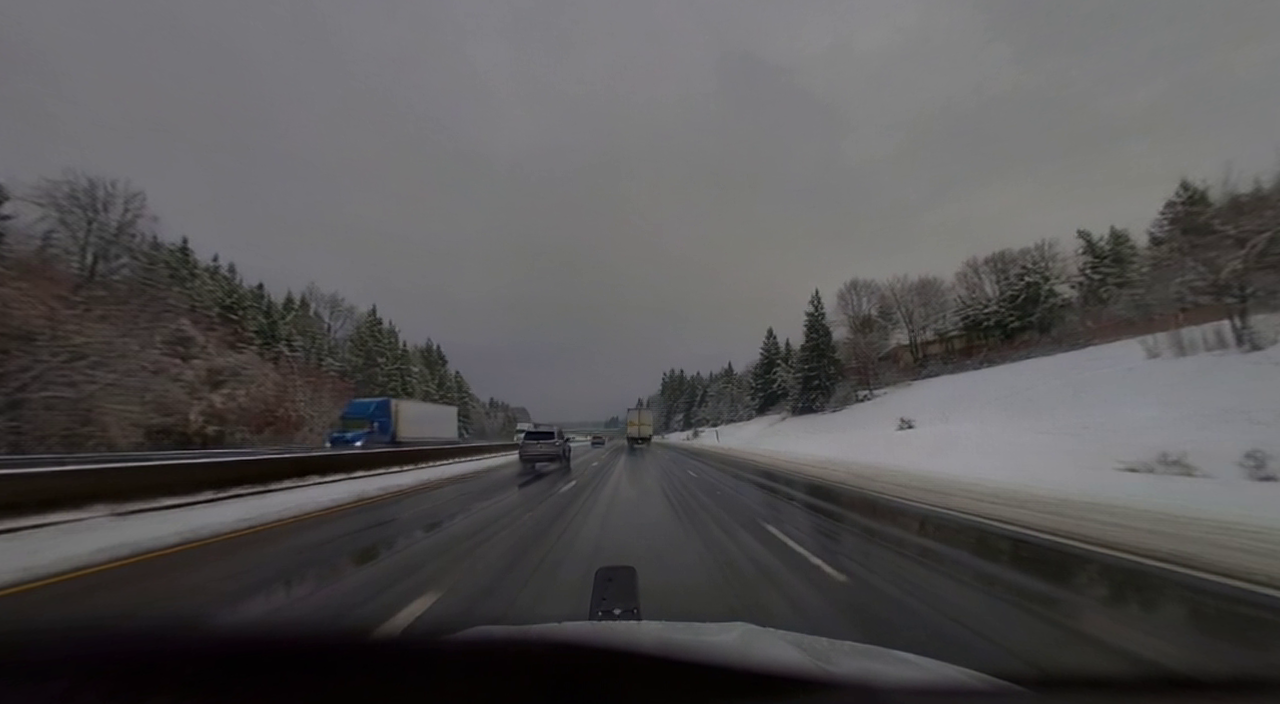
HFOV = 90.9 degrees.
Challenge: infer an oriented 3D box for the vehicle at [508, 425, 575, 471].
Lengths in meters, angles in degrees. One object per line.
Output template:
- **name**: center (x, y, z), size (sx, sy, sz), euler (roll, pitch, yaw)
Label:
- **vehicle**: center (-3.864, 3.838, 25.481), size (2.045, 1.655, 4.301), euler (0, -8, 0)

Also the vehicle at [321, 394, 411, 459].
- **vehicle**: center (-17.151, 4.781, 39.941), size (2.975, 3.782, 5.870), euler (0, -8, 0)
